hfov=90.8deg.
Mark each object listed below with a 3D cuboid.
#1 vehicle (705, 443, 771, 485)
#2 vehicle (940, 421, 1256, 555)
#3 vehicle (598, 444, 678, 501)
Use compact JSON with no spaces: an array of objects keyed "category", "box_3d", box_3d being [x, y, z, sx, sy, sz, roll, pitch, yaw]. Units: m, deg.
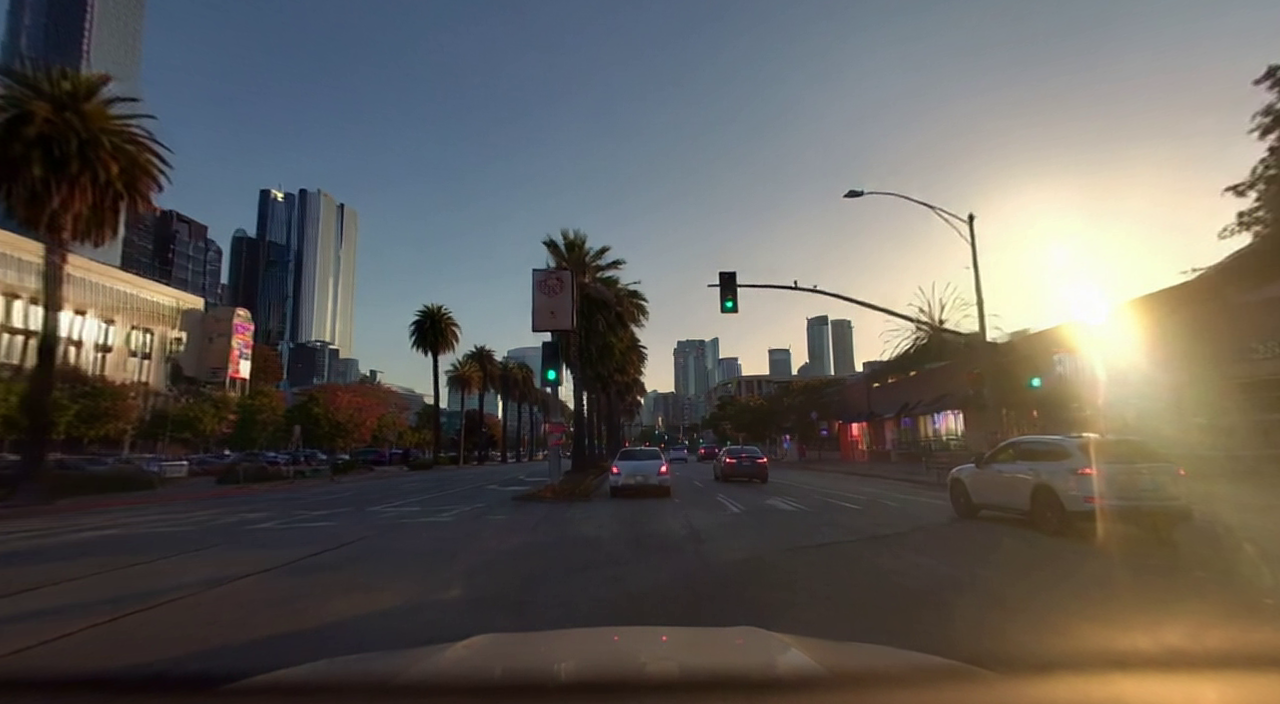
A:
[{"category":"vehicle","box_3d":[3.887,4.508,25.708,1.892,1.532,4.177,0,-8,-1]},{"category":"vehicle","box_3d":[6.849,2.043,10.174,1.940,1.674,4.085,0,-8,-1]},{"category":"vehicle","box_3d":[-0.061,3.468,18.619,2.110,1.487,3.873,0,-8,0]}]
